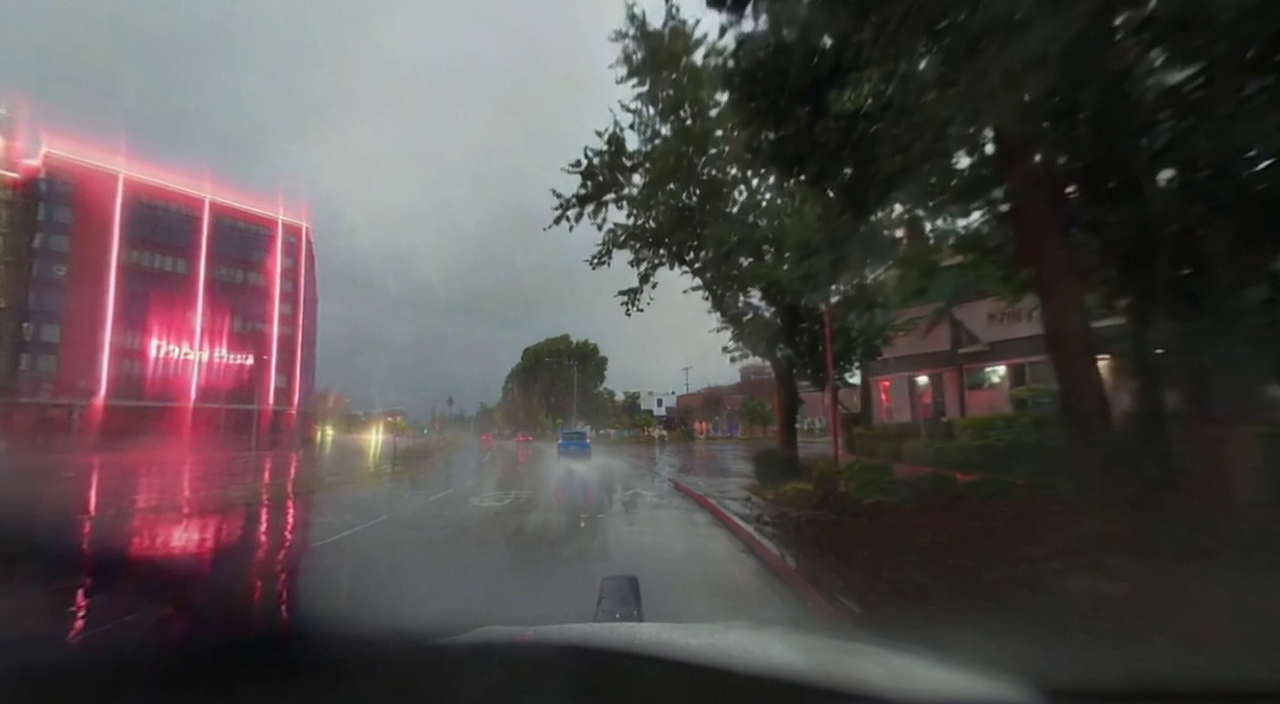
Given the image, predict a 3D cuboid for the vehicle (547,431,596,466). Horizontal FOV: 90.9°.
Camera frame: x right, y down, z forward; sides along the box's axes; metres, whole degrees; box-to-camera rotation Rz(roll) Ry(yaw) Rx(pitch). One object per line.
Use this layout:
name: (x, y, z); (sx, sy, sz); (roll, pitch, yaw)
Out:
vehicle: (-3.435, 4.725, 31.158); (2.231, 1.572, 4.227); (0, -8, -7)
